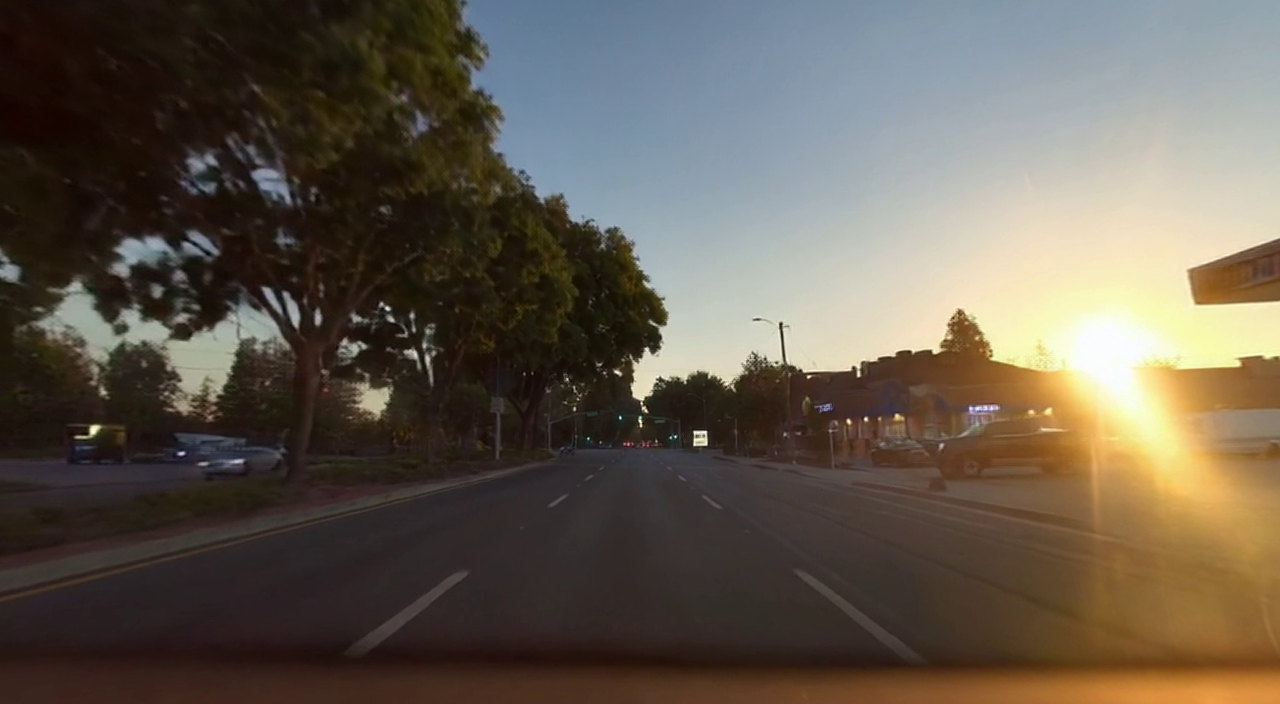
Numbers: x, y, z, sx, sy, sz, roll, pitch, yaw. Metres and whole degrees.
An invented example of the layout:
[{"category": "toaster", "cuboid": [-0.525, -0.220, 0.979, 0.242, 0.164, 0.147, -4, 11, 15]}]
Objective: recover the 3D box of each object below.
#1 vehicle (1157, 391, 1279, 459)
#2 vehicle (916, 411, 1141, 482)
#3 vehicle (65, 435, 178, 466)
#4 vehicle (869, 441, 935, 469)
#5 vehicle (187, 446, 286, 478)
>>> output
[{"category": "vehicle", "cuboid": [38.035, 4.427, 37.753, 11.260, 3.858, 3.063, 0, -9, 0]}, {"category": "vehicle", "cuboid": [13.312, 3.286, 22.058, 6.063, 2.313, 2.534, 0, -8, 1]}, {"category": "vehicle", "cuboid": [-35.884, 6.815, 44.042, 2.667, 1.929, 6.076, -1, -8, 0]}, {"category": "vehicle", "cuboid": [14.837, 5.840, 36.042, 1.920, 1.471, 4.516, 0, -8, 1]}, {"category": "vehicle", "cuboid": [-20.122, 5.461, 31.753, 1.846, 1.461, 4.674, 0, -8, 1]}]
